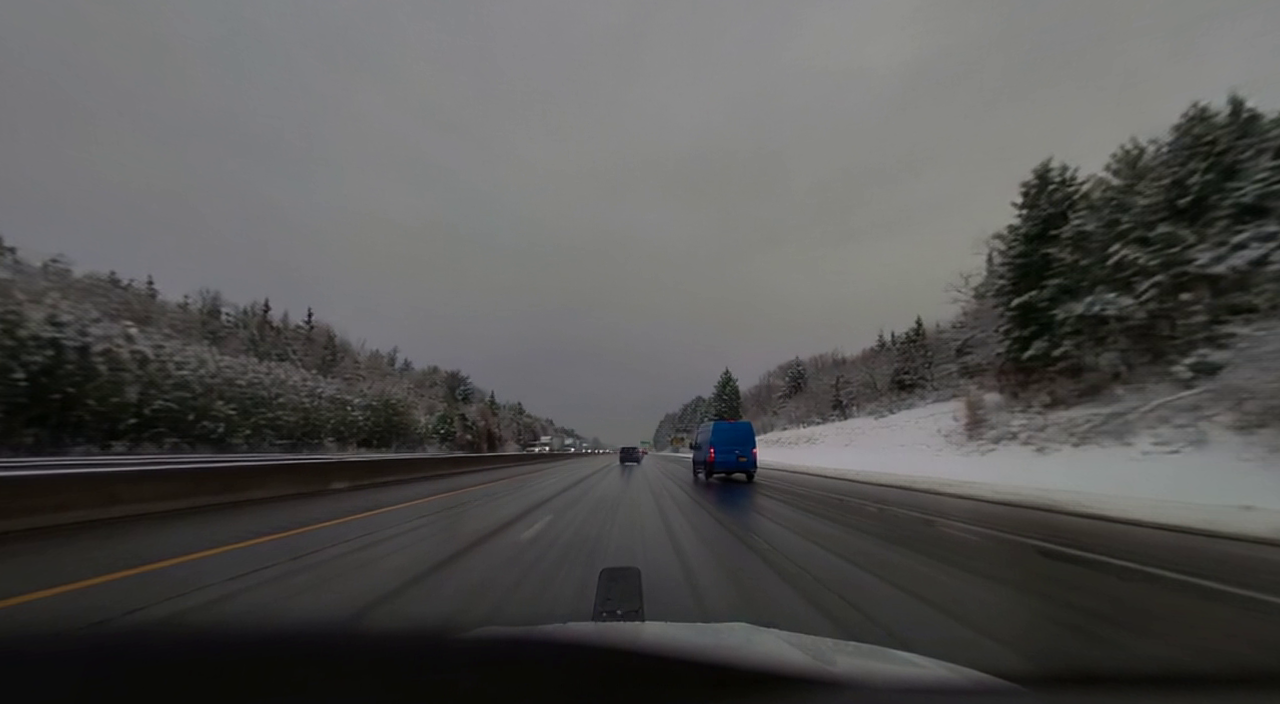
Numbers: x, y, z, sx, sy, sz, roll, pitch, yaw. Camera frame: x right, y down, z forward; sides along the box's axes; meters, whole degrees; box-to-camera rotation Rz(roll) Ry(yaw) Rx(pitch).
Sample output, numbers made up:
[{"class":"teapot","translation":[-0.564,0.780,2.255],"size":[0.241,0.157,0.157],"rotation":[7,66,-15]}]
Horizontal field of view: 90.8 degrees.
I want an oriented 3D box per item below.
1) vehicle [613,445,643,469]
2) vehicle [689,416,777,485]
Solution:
[{"class":"vehicle","translation":[-0.833,7.679,46.284],"size":[2.069,1.666,4.338],"rotation":[0,-9,1]},{"class":"vehicle","translation":[3.687,4.123,26.539],"size":[2.552,2.524,6.630],"rotation":[0,-9,-1]}]
